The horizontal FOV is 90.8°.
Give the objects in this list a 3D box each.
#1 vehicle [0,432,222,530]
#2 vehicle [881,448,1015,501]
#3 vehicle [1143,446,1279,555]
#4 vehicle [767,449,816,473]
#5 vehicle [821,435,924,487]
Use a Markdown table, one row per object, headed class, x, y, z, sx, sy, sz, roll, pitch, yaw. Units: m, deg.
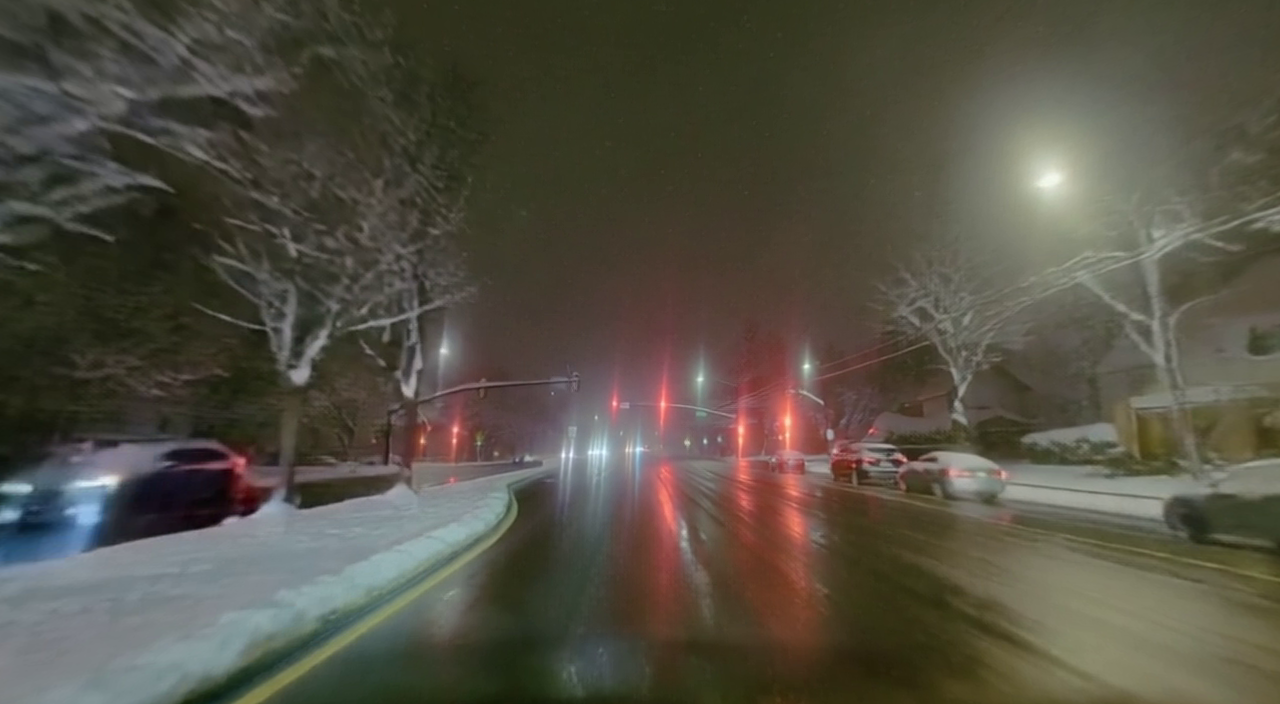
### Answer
| class | x | y | z | sx | sy | sz | roll | pitch | yaw |
| --- | --- | --- | --- | --- | --- | --- | --- | --- | --- |
| vehicle | -11.513 | 2.667 | 13.650 | 1.940 | 1.740 | 4.356 | 0 | -9 | 0 |
| vehicle | 9.779 | 3.883 | 20.562 | 1.931 | 1.473 | 4.742 | 0 | -9 | 0 |
| vehicle | 9.853 | 2.055 | 8.762 | 1.991 | 1.490 | 4.470 | 0 | -9 | -1 |
| vehicle | 9.844 | 7.085 | 41.374 | 1.918 | 1.483 | 4.813 | 0 | -9 | -1 |
| vehicle | 9.817 | 4.647 | 27.339 | 2.245 | 1.983 | 5.433 | 0 | -9 | -2 |
